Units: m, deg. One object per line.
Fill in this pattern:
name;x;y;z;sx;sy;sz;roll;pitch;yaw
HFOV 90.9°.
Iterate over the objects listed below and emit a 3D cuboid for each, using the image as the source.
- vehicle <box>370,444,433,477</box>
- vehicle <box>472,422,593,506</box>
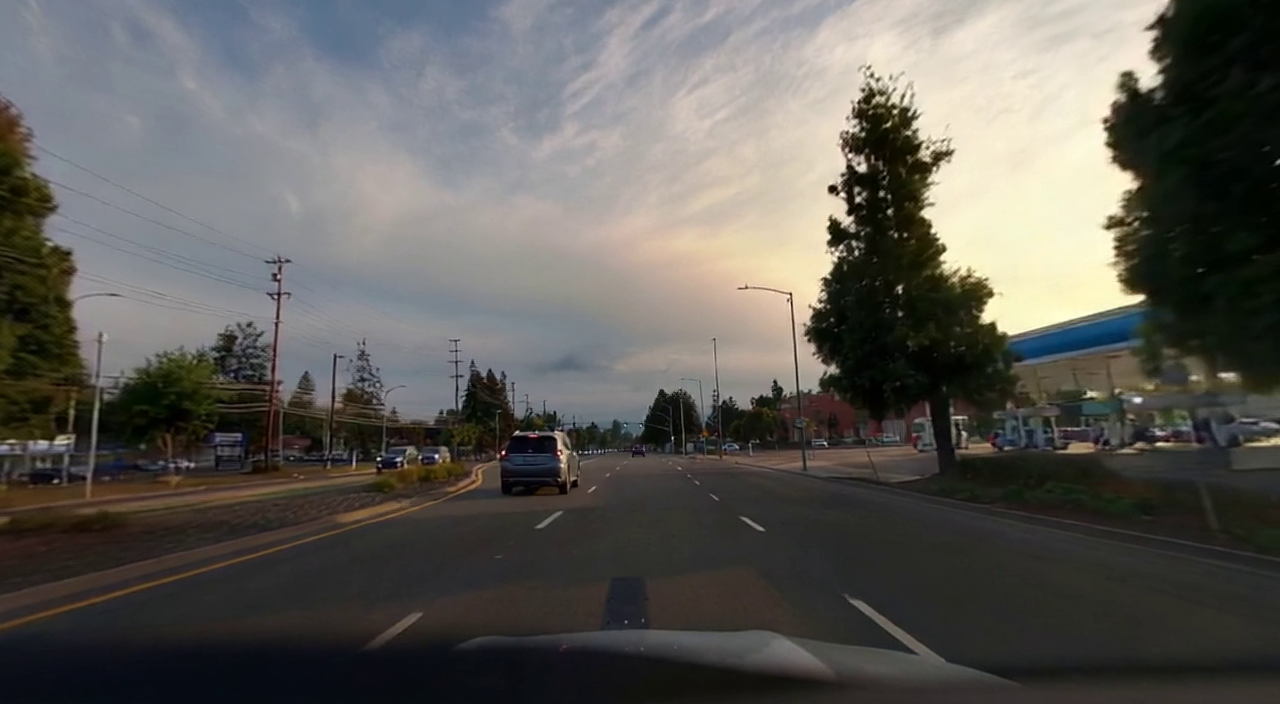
vehicle;-13.156;5.991;35.030;1.825;1.705;4.234;0;-8;0
vehicle;-2.556;2.827;16.401;2.190;1.844;4.751;0;-8;2
